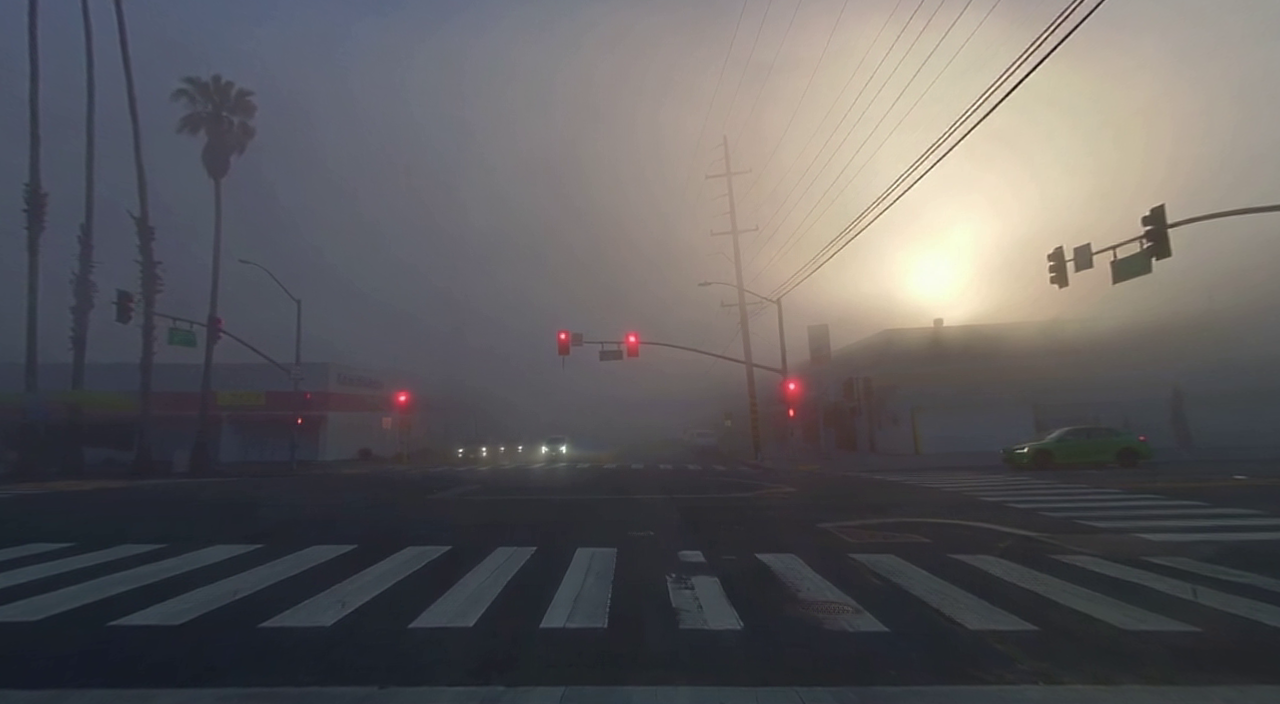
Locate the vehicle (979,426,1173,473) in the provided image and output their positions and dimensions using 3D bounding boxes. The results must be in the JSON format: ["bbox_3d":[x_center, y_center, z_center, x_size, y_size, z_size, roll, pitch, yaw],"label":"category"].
[{"bbox_3d":[14.375,3.254,21.100,4.918,1.479,1.897,-1,-9,7],"label":"vehicle"}]

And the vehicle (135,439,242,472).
[{"bbox_3d":[-25.914,5.953,36.358,4.613,1.820,2.021,-1,-8,4],"label":"vehicle"}]

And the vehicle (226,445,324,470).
[{"bbox_3d":[-22.316,6.454,38.757,4.849,1.444,1.881,0,-8,2],"label":"vehicle"}]

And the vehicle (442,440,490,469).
[{"bbox_3d":[-11.972,7.025,43.700,2.016,1.717,4.287,0,-6,1],"label":"vehicle"}]
